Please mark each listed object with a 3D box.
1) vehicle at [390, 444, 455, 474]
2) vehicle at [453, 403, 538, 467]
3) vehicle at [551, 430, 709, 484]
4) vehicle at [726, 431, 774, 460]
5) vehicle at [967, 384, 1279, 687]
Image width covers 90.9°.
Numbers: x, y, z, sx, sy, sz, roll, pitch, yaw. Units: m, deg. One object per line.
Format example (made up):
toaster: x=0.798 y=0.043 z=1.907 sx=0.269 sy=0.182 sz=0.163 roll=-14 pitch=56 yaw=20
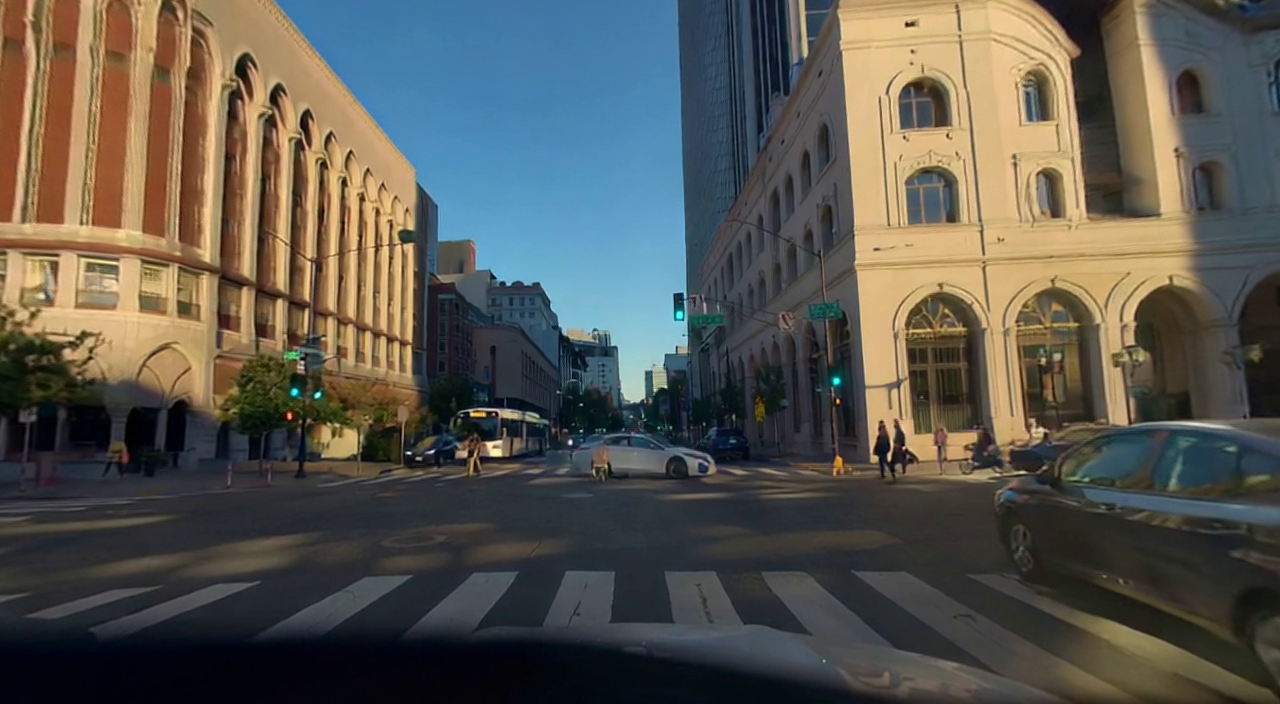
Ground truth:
vehicle: x=-11.919 y=5.845 z=34.811 sx=1.998 sy=1.505 sz=4.405 roll=0 pitch=-8 yaw=0
vehicle: x=-8.674 y=5.245 z=39.369 sx=2.916 sy=3.427 sz=10.189 roll=0 pitch=-8 yaw=0
vehicle: x=-0.480 y=3.291 z=20.125 sx=2.050 sy=1.465 sz=5.388 roll=7 pitch=-11 yaw=-40
vehicle: x=6.273 y=5.386 z=36.382 sx=1.926 sy=1.574 sz=3.961 roll=0 pitch=-8 yaw=-2
vehicle: x=4.447 y=1.189 z=5.110 sx=2.006 sy=1.495 sz=4.271 roll=-2 pitch=-8 yaw=11
